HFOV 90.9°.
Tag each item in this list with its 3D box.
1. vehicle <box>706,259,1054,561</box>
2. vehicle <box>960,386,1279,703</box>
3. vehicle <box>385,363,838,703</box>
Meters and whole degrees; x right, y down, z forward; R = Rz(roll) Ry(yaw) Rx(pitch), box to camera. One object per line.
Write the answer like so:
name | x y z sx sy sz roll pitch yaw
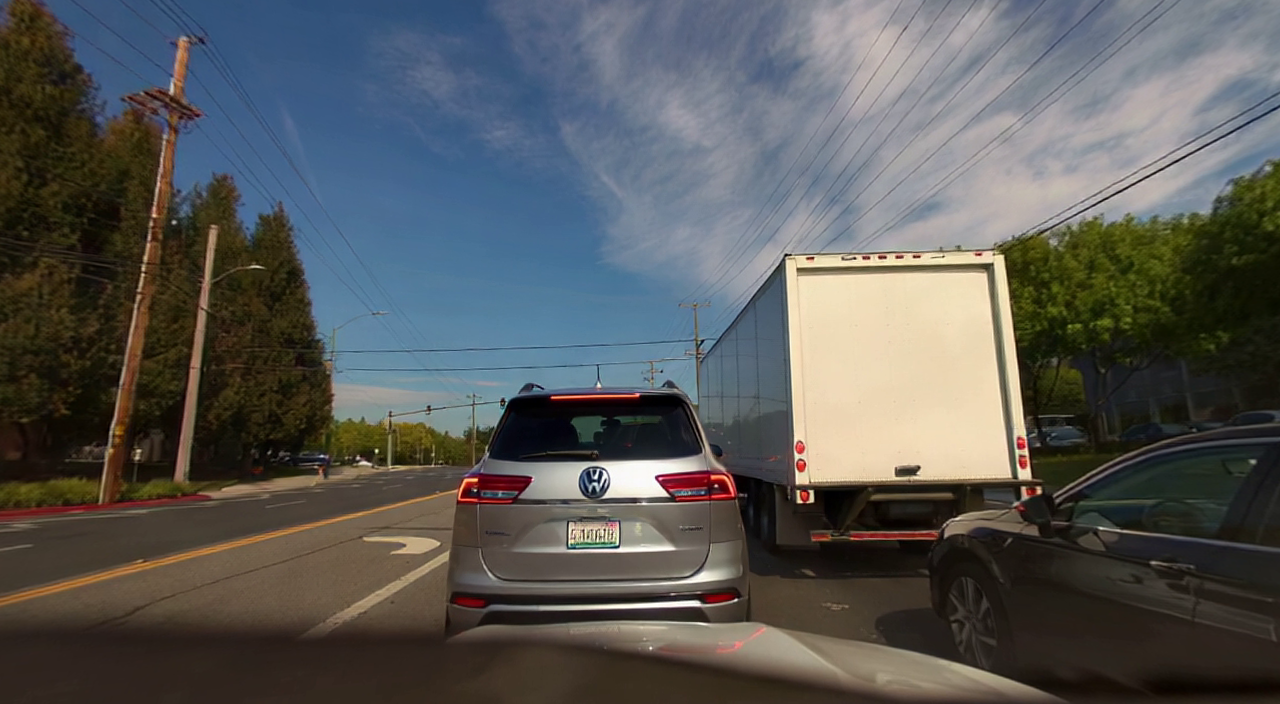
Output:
vehicle | 3.231 1.264 11.825 2.915 3.559 8.848 0 -8 -1
vehicle | 2.827 0.751 1.191 1.971 1.484 4.728 0 -8 0
vehicle | -0.128 1.228 5.136 2.114 1.732 4.230 0 -8 0
